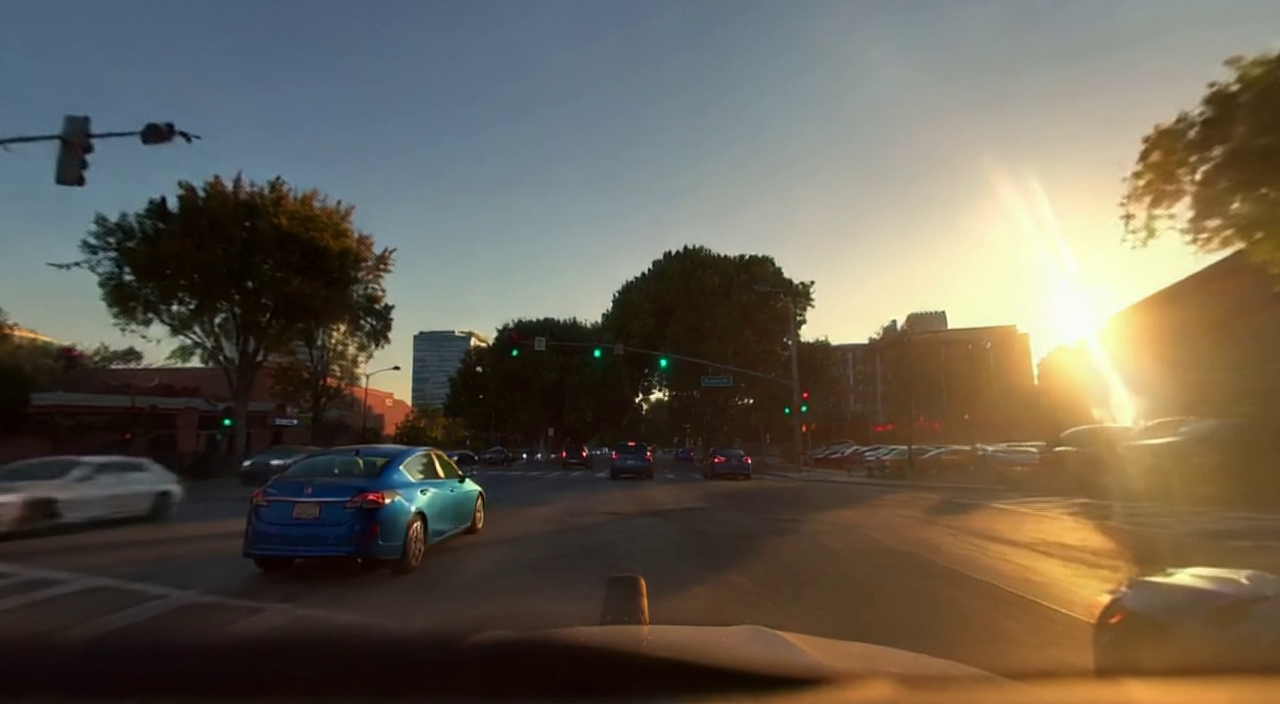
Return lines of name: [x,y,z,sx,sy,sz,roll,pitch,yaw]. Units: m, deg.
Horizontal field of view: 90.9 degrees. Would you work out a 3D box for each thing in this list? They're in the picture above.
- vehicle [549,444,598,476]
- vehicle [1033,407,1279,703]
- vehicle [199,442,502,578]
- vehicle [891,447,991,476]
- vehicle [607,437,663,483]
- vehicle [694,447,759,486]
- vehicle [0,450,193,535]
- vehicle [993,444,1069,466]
vehicle: [-3.537,5.841,34.297,2.130,1.645,3.995,0,-9,1]
vehicle: [3.225,0.794,1.253,2.052,1.475,4.540,0,-9,2]
vehicle: [-3.424,1.930,8.493,2.115,1.369,3.908,0,-9,2]
vehicle: [16.157,5.868,34.023,4.407,1.492,1.930,0,-9,2]
vehicle: [-0.205,4.895,28.873,2.361,1.898,4.465,0,-9,0]
vehicle: [3.501,4.710,26.215,2.058,1.472,4.317,0,-9,0]
vehicle: [-12.435,2.903,13.708,2.008,1.498,4.557,0,-9,0]
vehicle: [29.506,7.785,47.658,4.324,1.538,2.071,0,-9,-2]
